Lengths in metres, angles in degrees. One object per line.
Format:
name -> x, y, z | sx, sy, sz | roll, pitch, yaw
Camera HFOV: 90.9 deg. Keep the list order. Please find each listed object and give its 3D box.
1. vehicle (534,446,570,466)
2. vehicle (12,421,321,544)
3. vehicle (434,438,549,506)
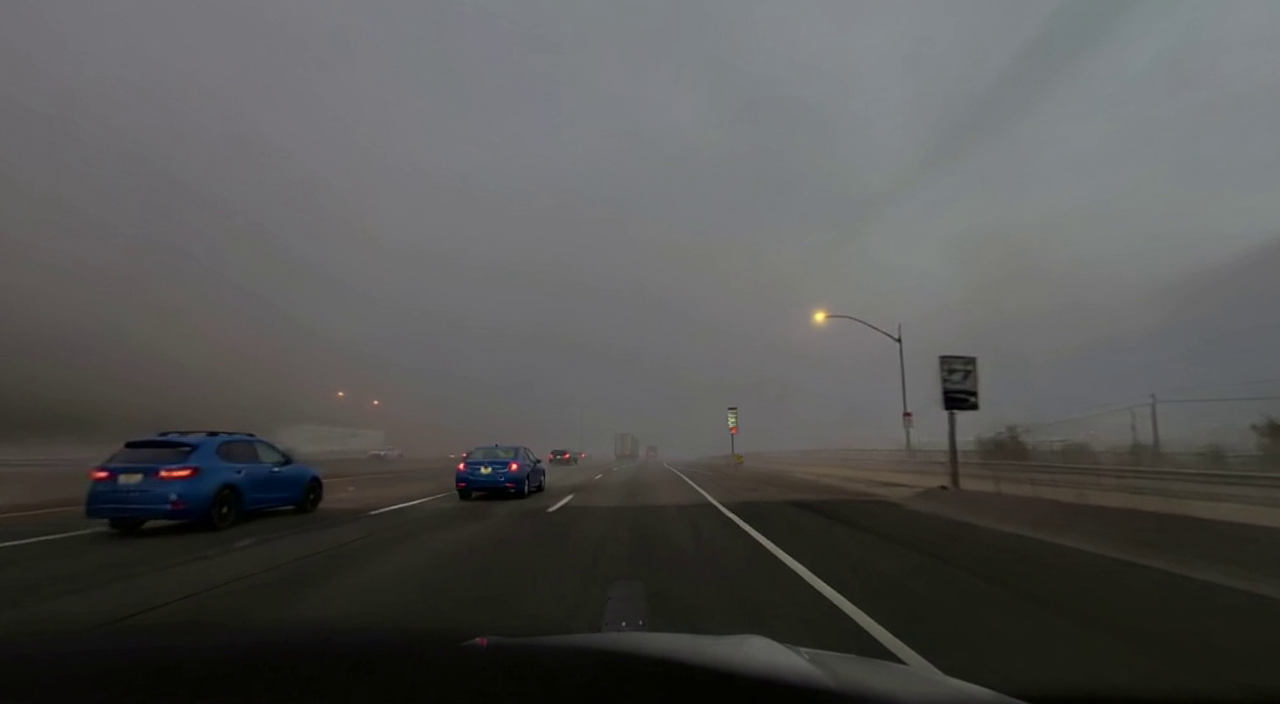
vehicle -> -6.777, 8.052, 49.106 | 1.961, 1.442, 4.321 | -1, -8, 3
vehicle -> -7.673, 2.124, 10.952 | 1.970, 1.682, 4.297 | 0, -8, 1
vehicle -> -3.592, 2.950, 15.963 | 1.953, 1.511, 3.704 | 0, -8, 1
